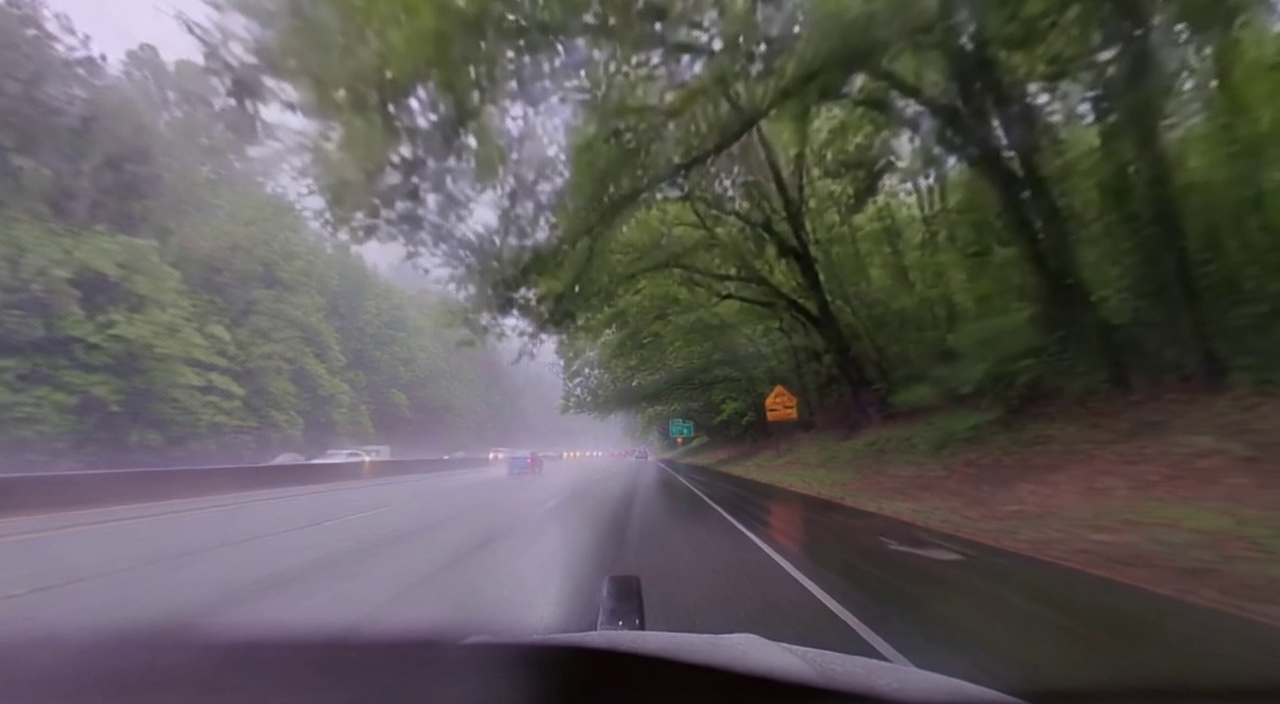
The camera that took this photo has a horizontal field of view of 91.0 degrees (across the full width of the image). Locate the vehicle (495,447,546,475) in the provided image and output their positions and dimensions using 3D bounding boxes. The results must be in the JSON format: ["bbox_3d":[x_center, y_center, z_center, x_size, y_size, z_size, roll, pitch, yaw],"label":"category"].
[{"bbox_3d":[-7.206,6.641,38.508,2.094,1.579,4.655,0,-9,1],"label":"vehicle"}]

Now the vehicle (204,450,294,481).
[{"bbox_3d":[-21.503,6.255,34.862,2.099,1.568,4.351,0,-9,1],"label":"vehicle"}]

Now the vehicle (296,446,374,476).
[{"bbox_3d":[-17.642,6.308,36.716,2.062,1.633,4.772,0,-9,1],"label":"vehicle"}]
